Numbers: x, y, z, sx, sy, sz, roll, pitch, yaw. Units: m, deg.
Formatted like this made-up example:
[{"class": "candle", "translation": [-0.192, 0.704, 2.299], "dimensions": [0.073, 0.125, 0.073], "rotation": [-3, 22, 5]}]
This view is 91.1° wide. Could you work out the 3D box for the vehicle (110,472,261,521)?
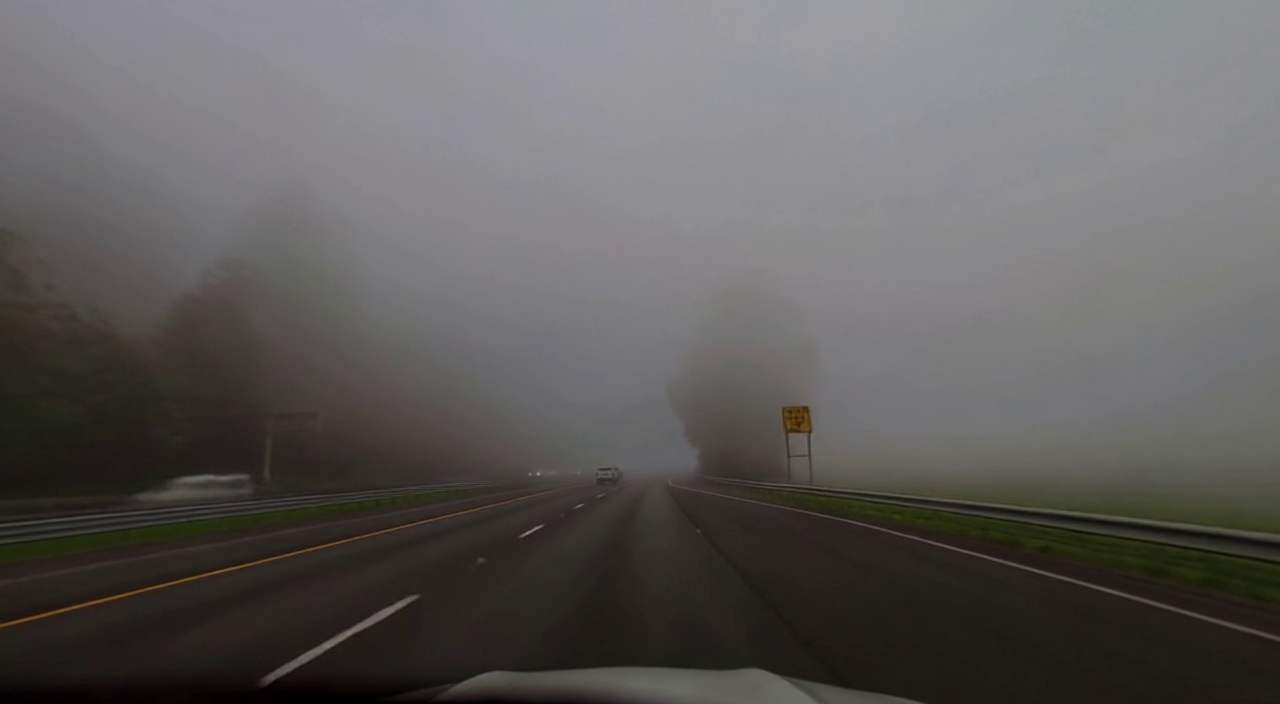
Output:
[{"class": "vehicle", "translation": [-16.119, 5.122, 22.671], "dimensions": [1.950, 1.526, 4.557], "rotation": [1, -11, 1]}]
